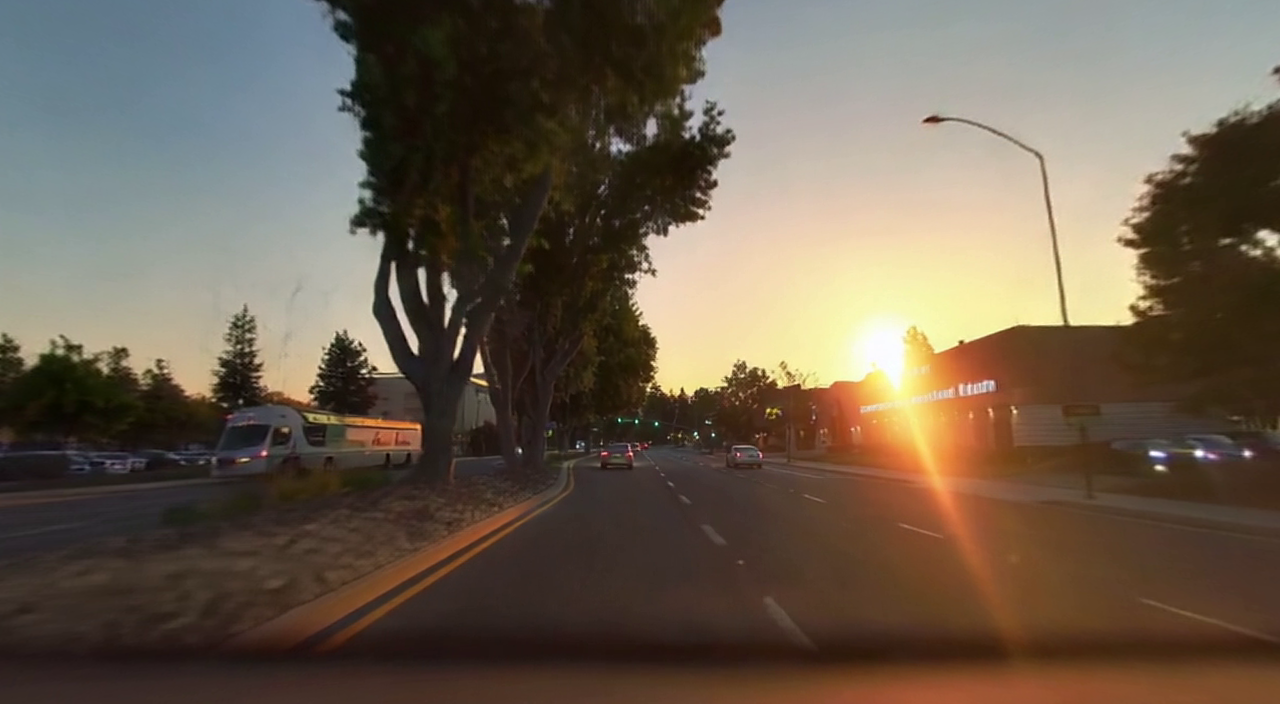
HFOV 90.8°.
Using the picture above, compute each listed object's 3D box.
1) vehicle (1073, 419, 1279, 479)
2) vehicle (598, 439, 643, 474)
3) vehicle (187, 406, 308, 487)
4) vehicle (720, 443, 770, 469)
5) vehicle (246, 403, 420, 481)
[{"bbox_3d":[19.231,3.429,22.399,5.909,1.970,2.365,0,-8,0],"label":"vehicle"},{"bbox_3d":[-1.044,5.121,31.214,2.072,1.545,4.578,0,-8,-4],"label":"vehicle"},{"bbox_3d":[-19.553,4.724,31.813,2.986,3.786,4.453,0,-8,1],"label":"vehicle"},{"bbox_3d":[6.385,6.387,39.083,2.075,1.475,4.571,0,-8,-3],"label":"vehicle"},{"bbox_3d":[-19.414,6.076,42.345,3.133,4.167,16.699,0,-8,1],"label":"vehicle"}]
